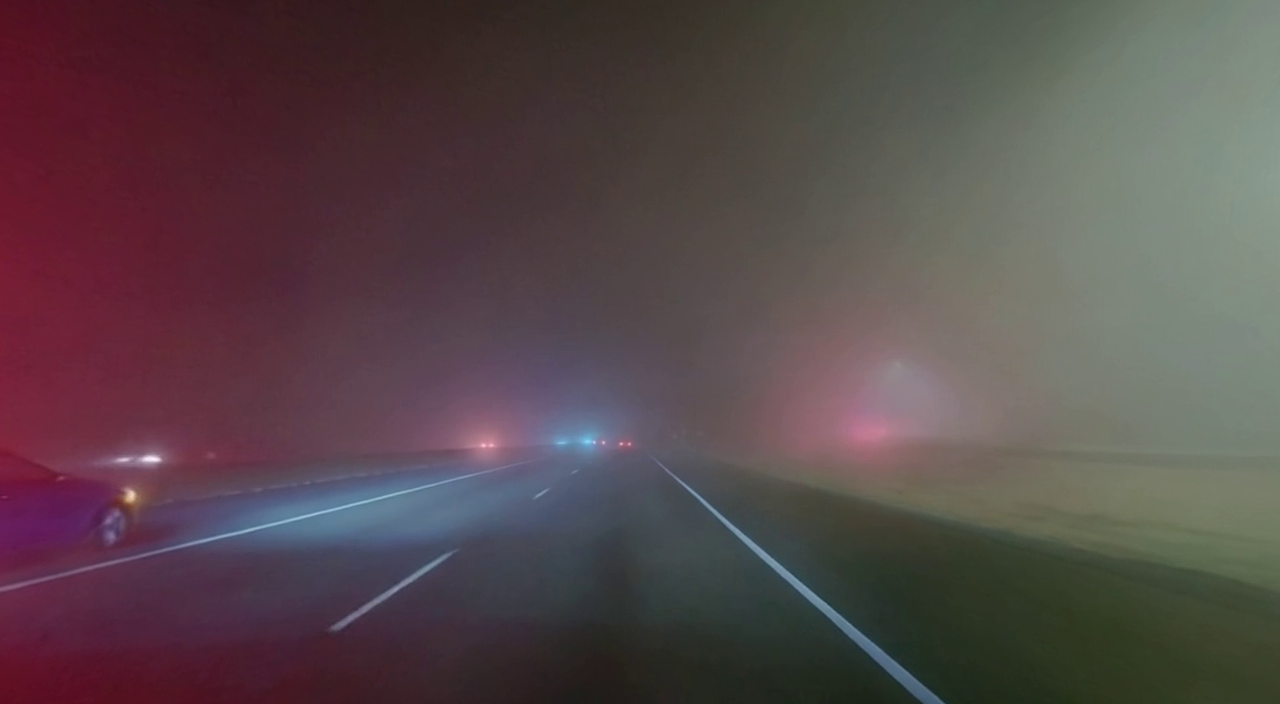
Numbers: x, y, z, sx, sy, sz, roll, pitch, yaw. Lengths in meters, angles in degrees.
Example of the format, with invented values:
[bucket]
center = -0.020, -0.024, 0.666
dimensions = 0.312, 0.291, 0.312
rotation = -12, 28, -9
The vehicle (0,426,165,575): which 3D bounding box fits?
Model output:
[vehicle]
center = -7.334, 1.467, 6.191
dimensions = 1.949, 1.465, 4.318
rotation = 0, -8, -1
